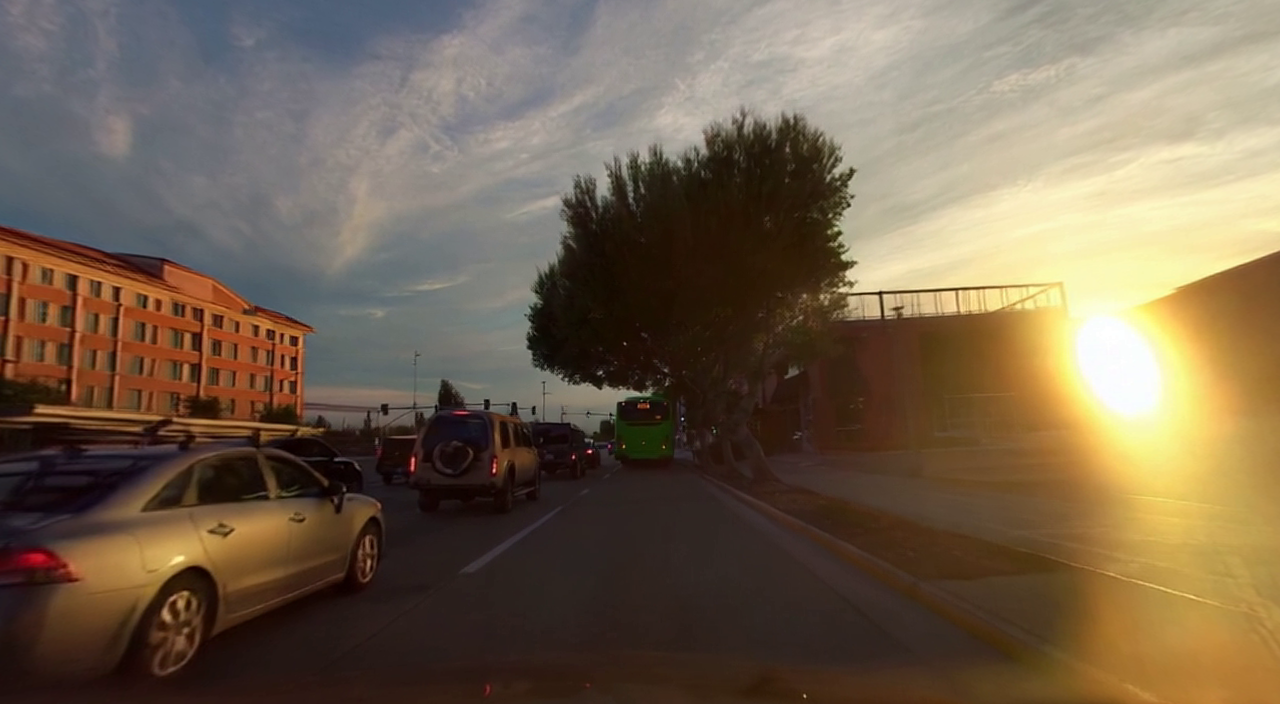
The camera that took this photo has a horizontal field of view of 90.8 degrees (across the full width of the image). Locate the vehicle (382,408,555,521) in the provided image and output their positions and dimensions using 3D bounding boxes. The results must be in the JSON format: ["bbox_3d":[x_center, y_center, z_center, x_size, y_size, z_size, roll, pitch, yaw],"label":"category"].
[{"bbox_3d":[-3.245,2.281,13.268,2.095,1.892,5.043,0,-9,1],"label":"vehicle"}]

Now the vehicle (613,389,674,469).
[{"bbox_3d":[0.251,4.639,36.866,2.970,3.857,12.200,0,-9,1],"label":"vehicle"}]

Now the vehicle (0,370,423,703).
[{"bbox_3d":[-3.292,1.145,4.170,2.042,1.571,4.475,0,-9,1],"label":"vehicle"}]
